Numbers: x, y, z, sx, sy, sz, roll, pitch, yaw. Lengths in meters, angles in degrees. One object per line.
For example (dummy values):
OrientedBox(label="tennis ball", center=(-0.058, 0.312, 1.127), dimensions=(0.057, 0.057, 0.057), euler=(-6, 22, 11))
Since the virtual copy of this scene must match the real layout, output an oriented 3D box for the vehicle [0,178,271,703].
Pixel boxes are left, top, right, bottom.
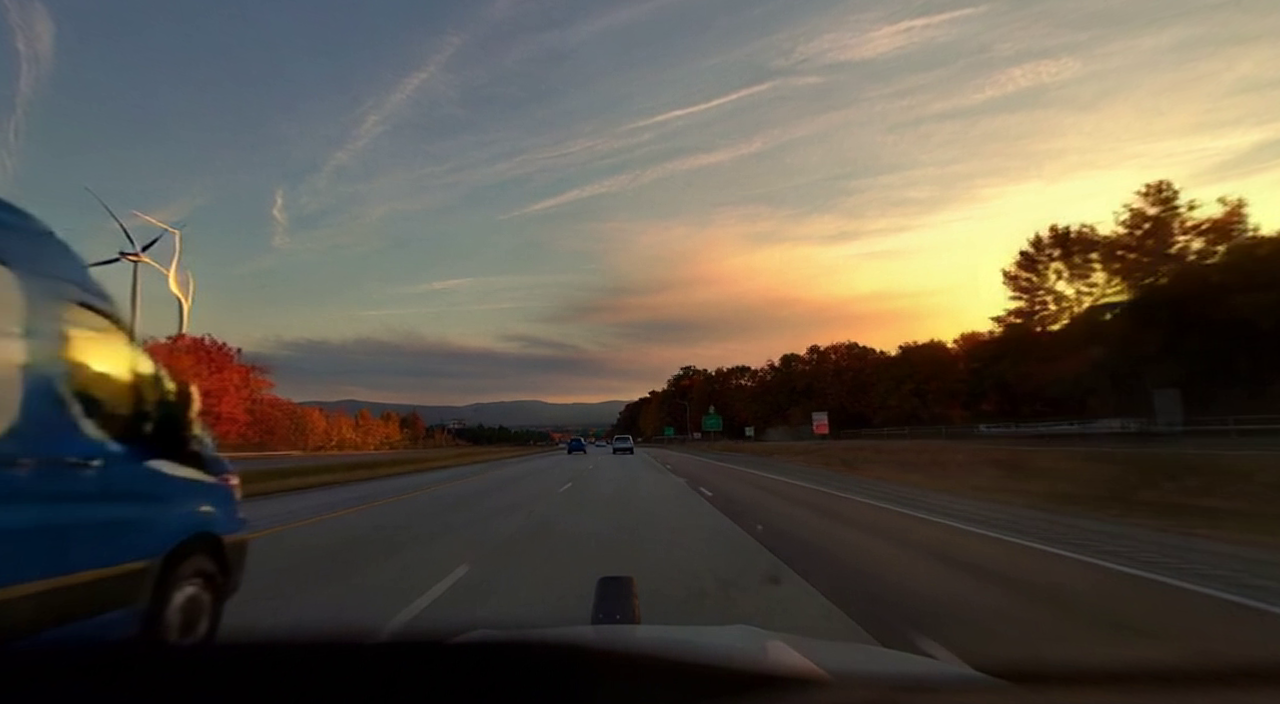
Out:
OrientedBox(label="vehicle", center=(-3.713, 0.365, 1.705), dimensions=(2.303, 2.323, 5.089), euler=(0, -8, 0))
